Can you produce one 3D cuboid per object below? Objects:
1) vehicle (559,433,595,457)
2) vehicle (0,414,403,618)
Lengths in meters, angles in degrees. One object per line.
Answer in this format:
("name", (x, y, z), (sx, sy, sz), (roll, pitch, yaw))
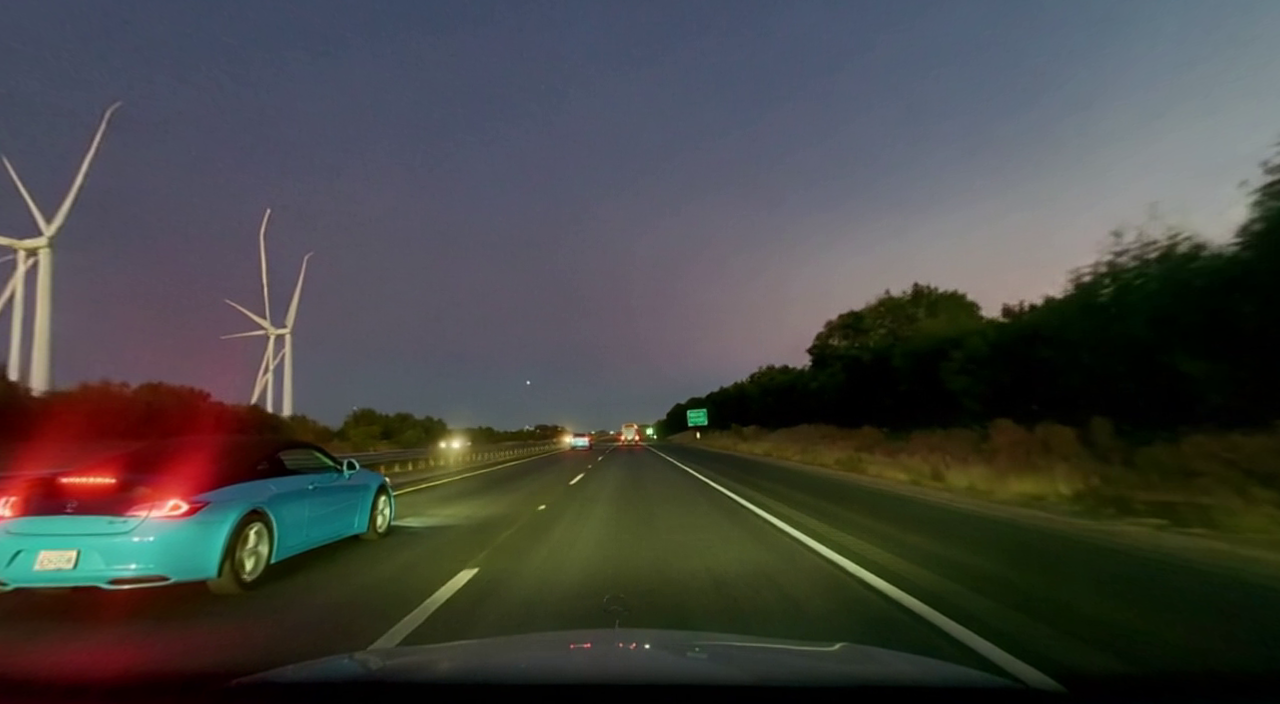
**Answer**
("vehicle", (-4.059, 6.040, 40.925), (2.024, 1.456, 3.754), (0, -8, -1))
("vehicle", (-4.249, 1.436, 6.559), (1.969, 1.413, 4.194), (0, -8, -1))
